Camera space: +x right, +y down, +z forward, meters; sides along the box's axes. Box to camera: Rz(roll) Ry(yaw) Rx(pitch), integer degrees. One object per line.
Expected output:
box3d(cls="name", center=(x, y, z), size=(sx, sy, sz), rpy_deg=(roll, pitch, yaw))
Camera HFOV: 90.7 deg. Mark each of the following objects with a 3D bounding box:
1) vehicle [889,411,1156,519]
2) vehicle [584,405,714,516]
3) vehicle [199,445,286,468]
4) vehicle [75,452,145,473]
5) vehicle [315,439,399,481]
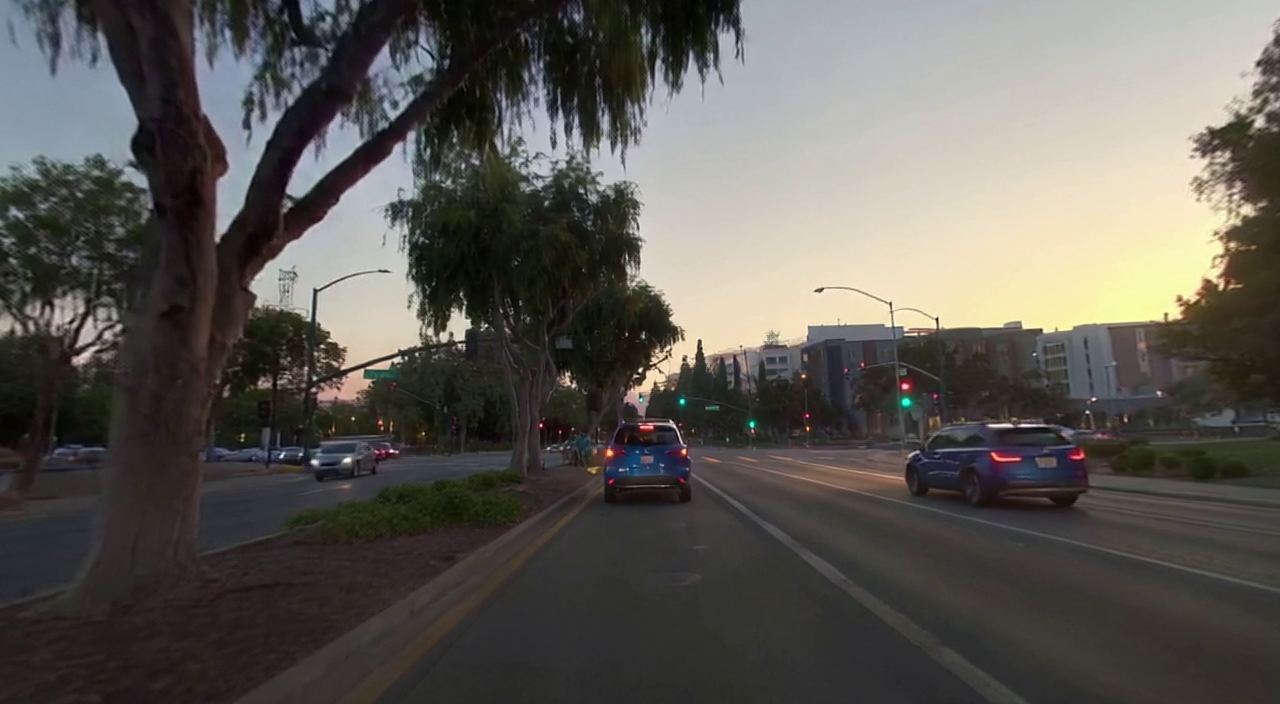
box3d(cls="vehicle", center=(7.026, 2.147, 12.411), size=(2.447, 1.707, 4.396), rpy_deg=(0, -9, 0))
box3d(cls="vehicle", center=(0.199, 2.266, 13.554), size=(2.267, 1.926, 4.708), rpy_deg=(0, -9, 1))
box3d(cls="vehicle", center=(-29.993, 7.891, 47.831), size=(5.244, 1.715, 1.950), rpy_deg=(0, -9, 1))
box3d(cls="vehicle", center=(-39.859, 8.306, 47.638), size=(3.386, 1.456, 2.024), rpy_deg=(0, -9, 0))
box3d(cls="vehicle", center=(-12.209, 4.664, 27.659), size=(2.209, 1.627, 4.582), rpy_deg=(1, -9, -10))
